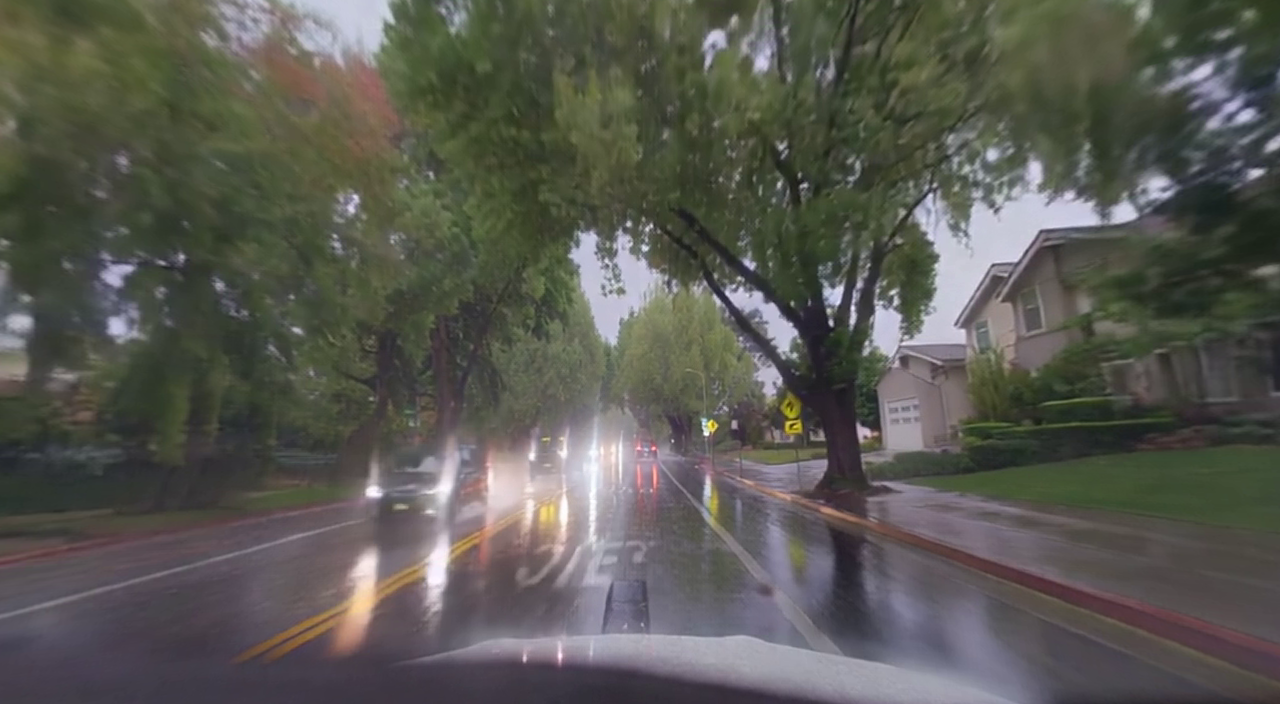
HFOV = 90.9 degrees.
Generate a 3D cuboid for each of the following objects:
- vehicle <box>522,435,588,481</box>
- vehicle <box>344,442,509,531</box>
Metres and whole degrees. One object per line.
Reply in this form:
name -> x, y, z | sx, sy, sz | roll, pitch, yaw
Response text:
vehicle -> -3.911, 4.994, 29.959 | 2.267, 1.975, 5.112 | 0, -9, 2
vehicle -> -4.183, 2.673, 13.166 | 1.905, 1.510, 4.172 | -1, -9, 1
